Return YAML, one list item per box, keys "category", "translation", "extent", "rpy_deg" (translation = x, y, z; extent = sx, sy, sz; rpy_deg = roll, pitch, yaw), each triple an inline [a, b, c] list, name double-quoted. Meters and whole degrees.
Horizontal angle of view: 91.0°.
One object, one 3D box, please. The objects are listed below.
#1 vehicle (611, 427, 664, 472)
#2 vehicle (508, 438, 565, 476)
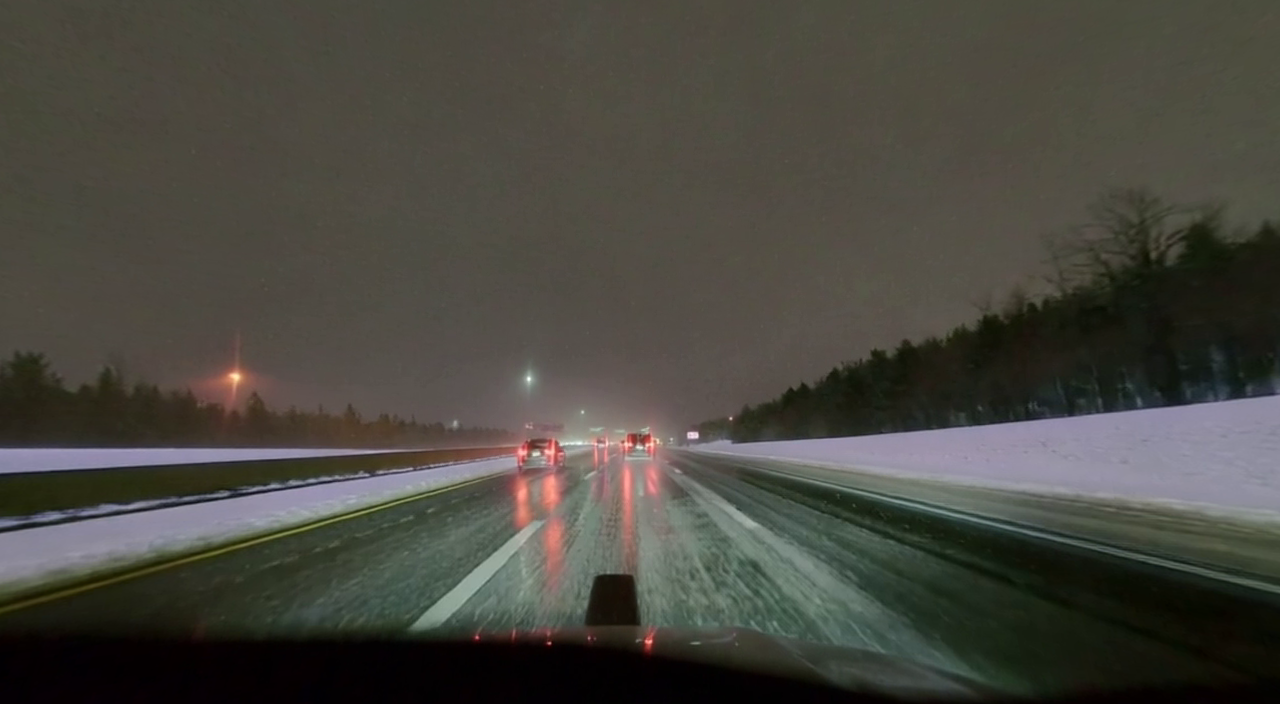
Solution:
- category: "vehicle"
  translation: [-0.166, 4.719, 30.653]
  extent: [2.382, 1.973, 4.439]
  rpy_deg: [0, -8, -1]
- category: "vehicle"
  translation: [-4.462, 4.557, 27.612]
  extent: [1.945, 1.550, 3.780]
  rpy_deg: [0, -8, -1]
